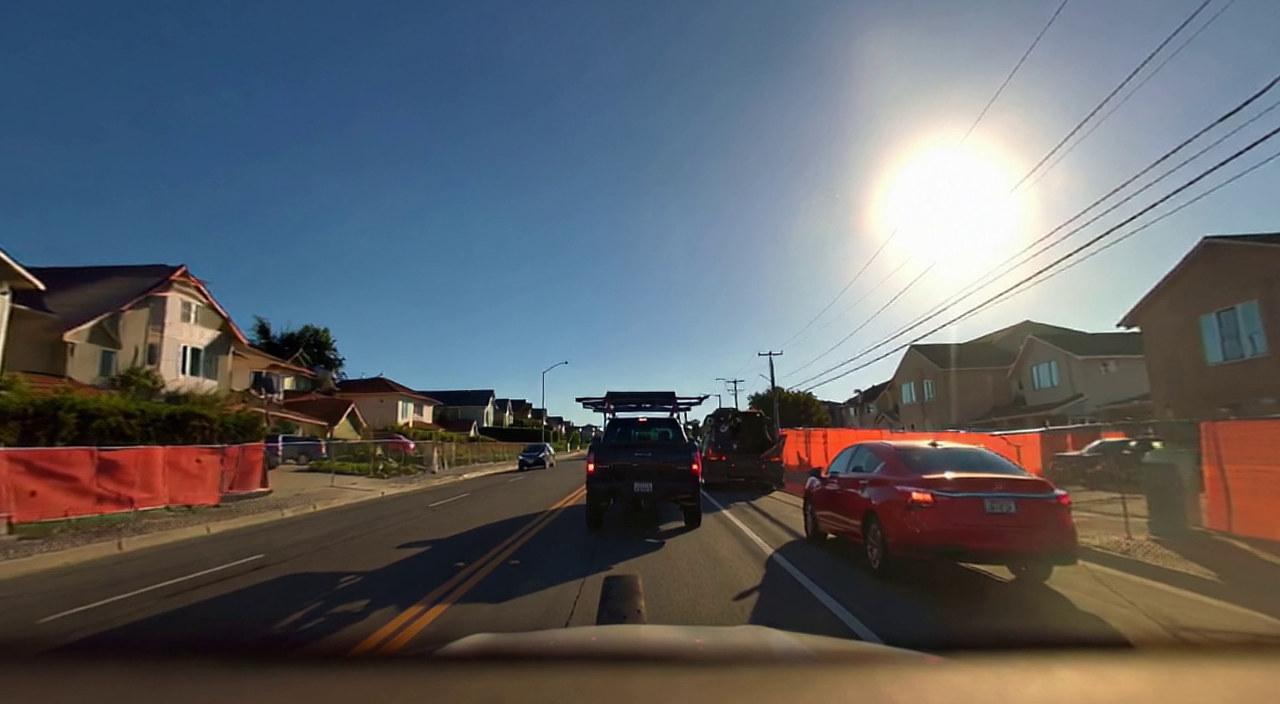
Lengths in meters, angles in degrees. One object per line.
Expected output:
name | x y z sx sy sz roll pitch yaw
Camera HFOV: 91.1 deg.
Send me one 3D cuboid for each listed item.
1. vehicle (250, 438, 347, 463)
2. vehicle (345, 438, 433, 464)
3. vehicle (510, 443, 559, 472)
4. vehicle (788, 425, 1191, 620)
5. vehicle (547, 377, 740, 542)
vehicle | -20.321 5.878 37.446 4.706 1.468 1.817 -1 -8 3
vehicle | -15.012 5.945 37.739 4.490 1.500 1.875 0 -8 -2
vehicle | -5.940 5.970 35.880 1.953 1.528 4.492 0 -8 1
vehicle | 3.257 1.659 7.182 2.010 1.499 4.481 0 -8 0
vehicle | 0.083 2.005 12.270 2.751 2.361 6.347 0 -8 1
